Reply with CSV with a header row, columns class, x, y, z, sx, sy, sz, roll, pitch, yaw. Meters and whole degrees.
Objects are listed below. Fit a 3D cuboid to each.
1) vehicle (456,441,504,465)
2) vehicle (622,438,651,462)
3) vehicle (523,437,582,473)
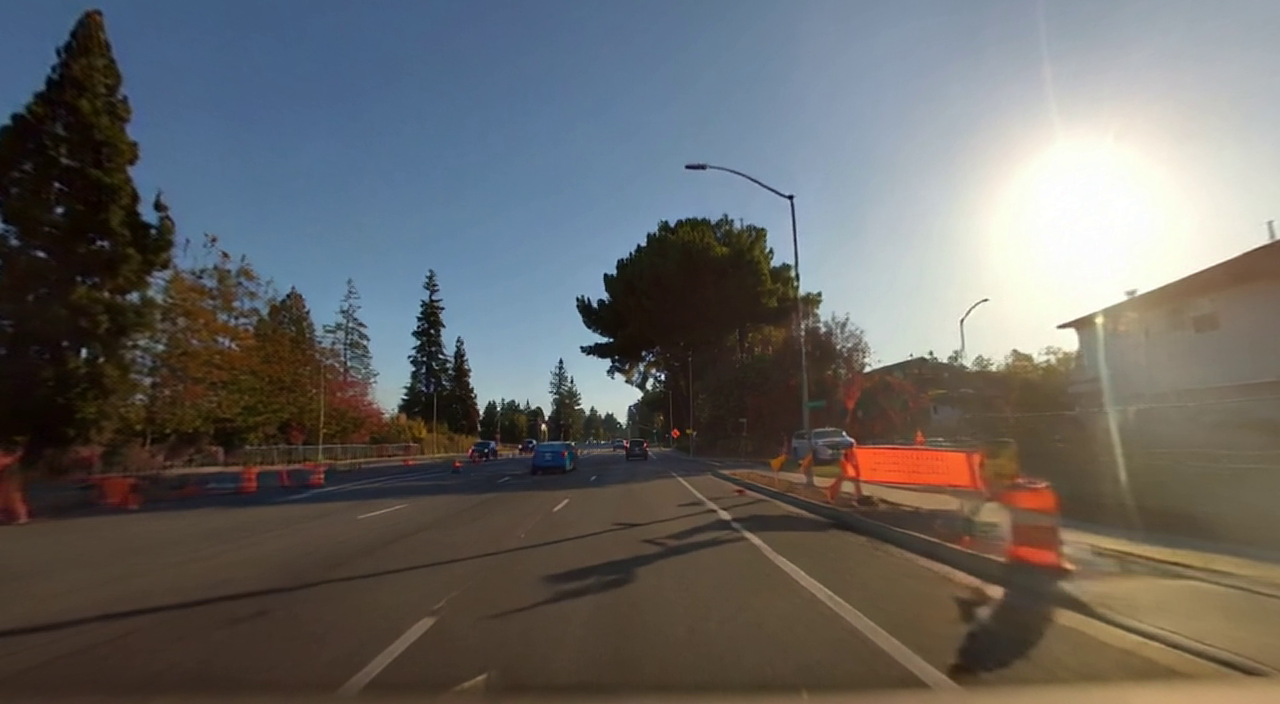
class,x,y,z,sx,sy,sz,roll,pitch,yaw
vehicle,-10.698,6.786,42.504,2.009,1.541,4.753,0,-9,-1
vehicle,-0.278,7.601,48.870,2.135,1.711,4.124,0,-9,0
vehicle,-4.391,5.241,32.253,2.198,1.663,4.519,0,-8,2
